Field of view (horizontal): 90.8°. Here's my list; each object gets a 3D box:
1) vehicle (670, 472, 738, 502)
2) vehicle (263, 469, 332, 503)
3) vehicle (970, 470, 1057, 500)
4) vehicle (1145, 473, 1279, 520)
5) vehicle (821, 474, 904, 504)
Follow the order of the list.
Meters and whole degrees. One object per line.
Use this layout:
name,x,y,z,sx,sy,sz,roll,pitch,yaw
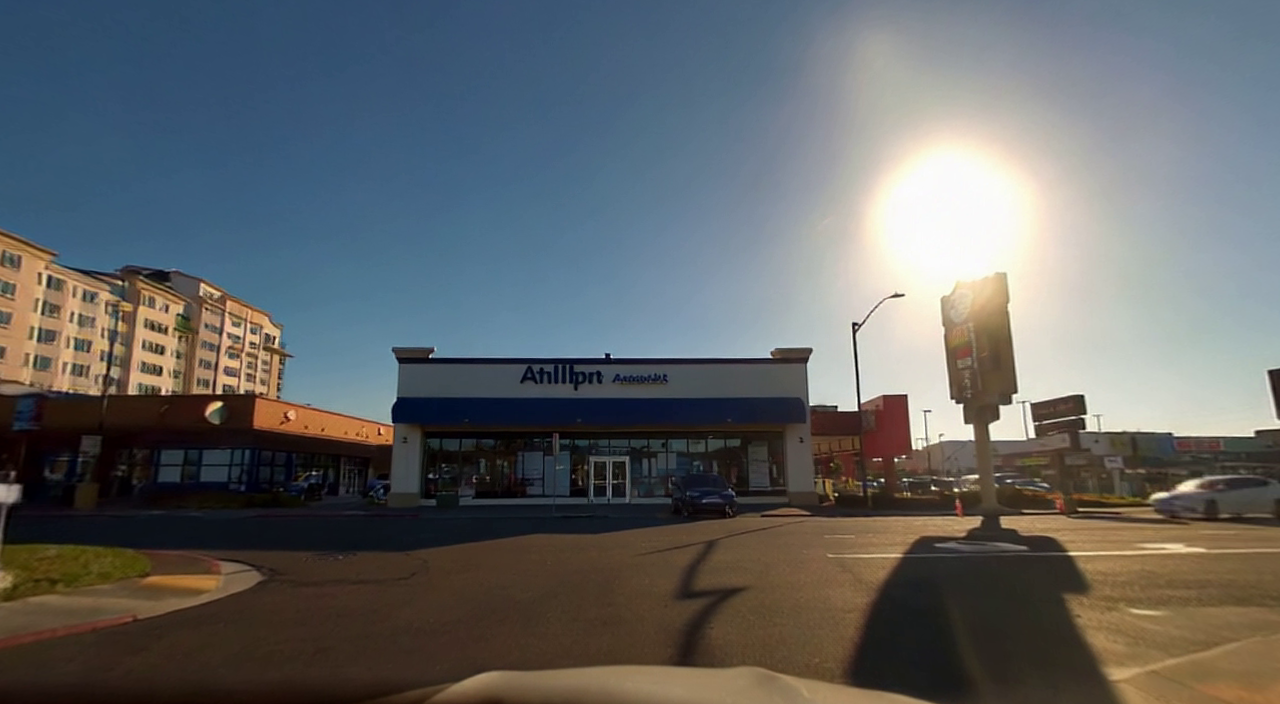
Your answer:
vehicle,3.751,8.040,37.840,1.812,1.468,4.519,5,-10,-28
vehicle,-19.867,7.711,36.597,4.596,1.680,1.936,-8,-12,41
vehicle,25.906,9.209,43.925,4.838,1.799,1.914,-7,-11,39
vehicle,20.427,4.949,21.813,4.418,1.467,1.846,1,-9,-3
vehicle,13.132,8.111,37.637,1.791,1.453,4.593,5,-10,-28
